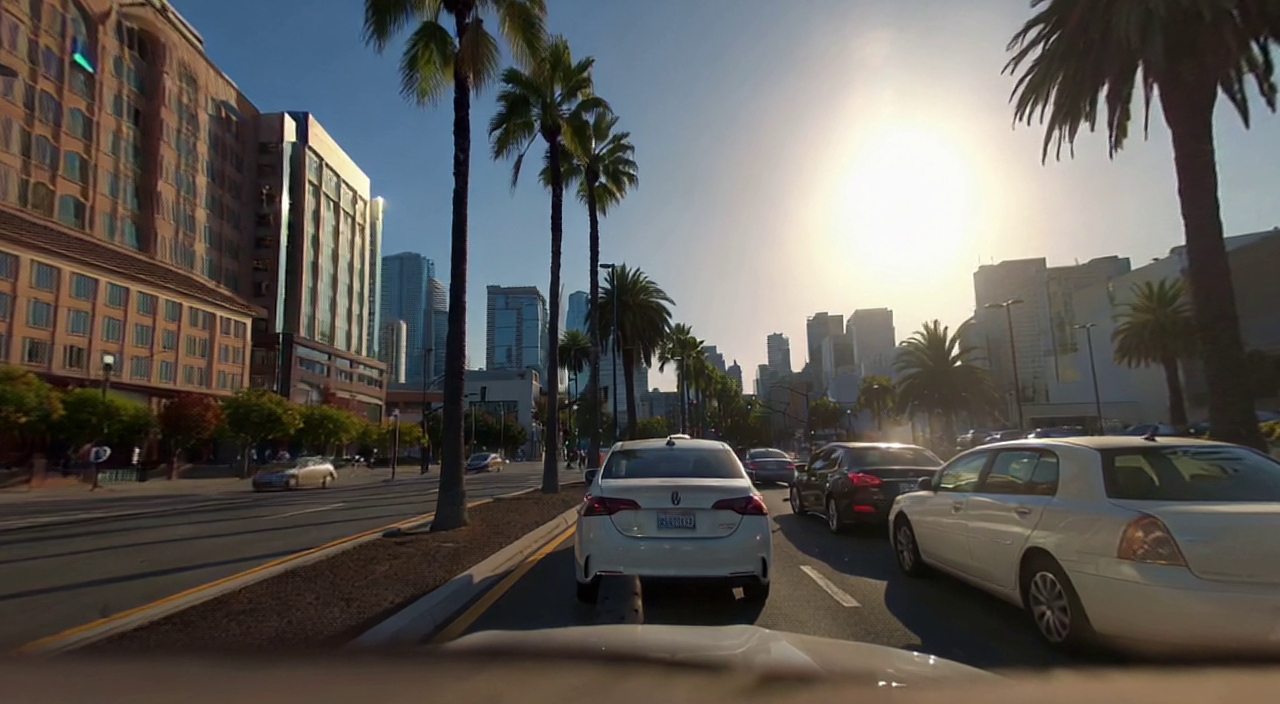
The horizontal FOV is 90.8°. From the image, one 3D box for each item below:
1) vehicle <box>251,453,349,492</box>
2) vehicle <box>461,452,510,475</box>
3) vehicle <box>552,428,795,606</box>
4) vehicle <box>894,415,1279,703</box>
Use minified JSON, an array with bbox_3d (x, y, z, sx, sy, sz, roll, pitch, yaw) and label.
[{"bbox_3d":[-15.343,5.424,28.769,1.801,1.563,4.015,-2,-9,9],"label":"vehicle"},{"bbox_3d":[-12.112,8.743,49.767,2.078,1.662,4.436,-2,-9,9],"label":"vehicle"},{"bbox_3d":[0.325,1.700,7.327,2.078,1.503,3.681,0,-9,1],"label":"vehicle"},{"bbox_3d":[3.640,1.299,4.582,1.913,1.469,4.425,-1,-9,3],"label":"vehicle"}]
